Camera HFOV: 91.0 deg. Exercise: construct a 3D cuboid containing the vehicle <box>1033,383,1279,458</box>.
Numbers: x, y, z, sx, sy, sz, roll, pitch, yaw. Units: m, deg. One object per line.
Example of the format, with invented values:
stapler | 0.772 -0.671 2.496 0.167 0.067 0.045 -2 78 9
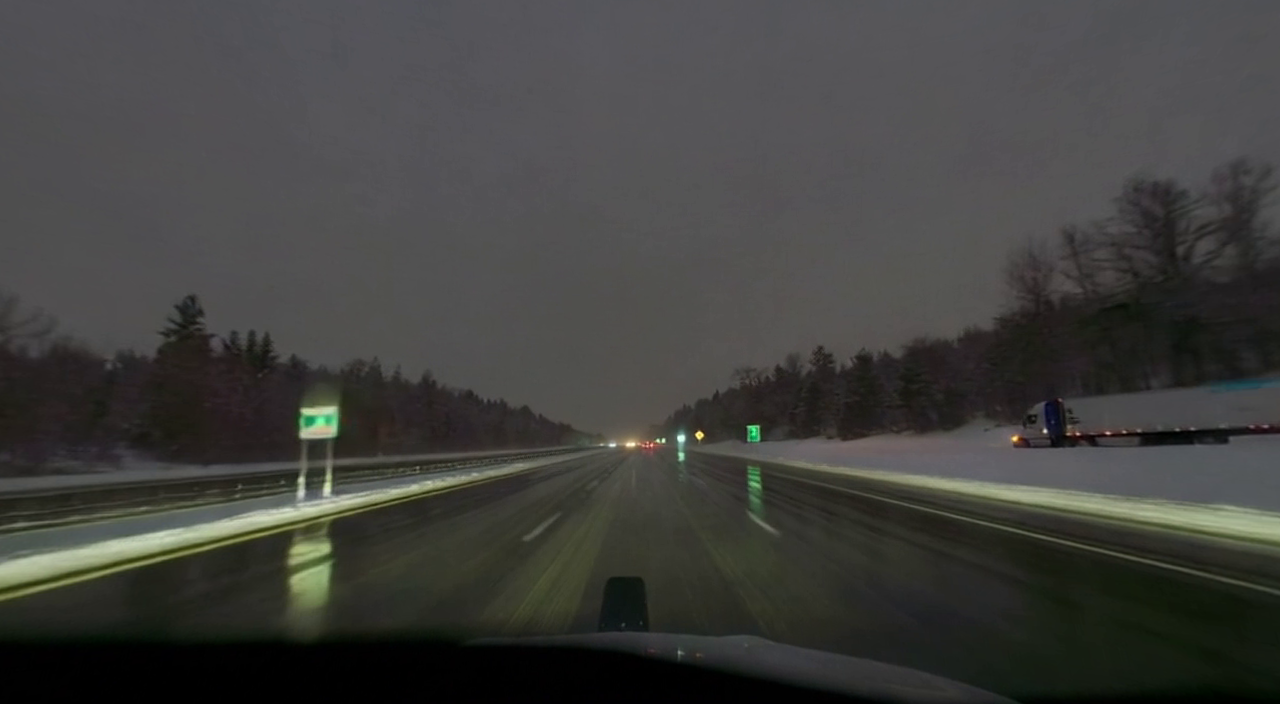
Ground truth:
vehicle | 32.779 4.349 38.561 2.836 4.027 14.280 7 -11 -39
